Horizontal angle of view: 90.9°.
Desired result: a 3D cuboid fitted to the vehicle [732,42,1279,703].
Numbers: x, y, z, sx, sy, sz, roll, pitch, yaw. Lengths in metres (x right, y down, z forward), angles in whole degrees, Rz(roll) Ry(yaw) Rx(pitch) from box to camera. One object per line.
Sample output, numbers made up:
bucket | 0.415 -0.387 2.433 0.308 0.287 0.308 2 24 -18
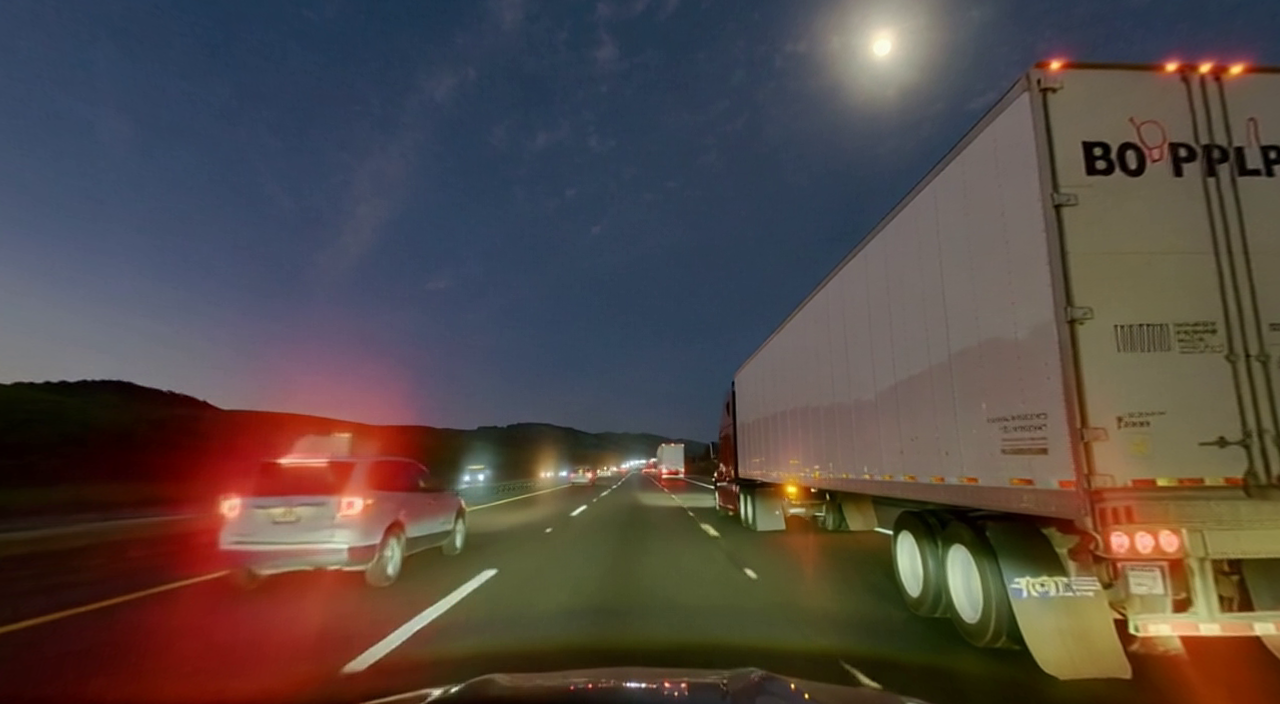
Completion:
vehicle | 4.085 1.311 10.605 2.839 4.062 14.051 1 -11 0

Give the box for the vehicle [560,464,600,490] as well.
vehicle | -3.907 8.274 41.697 2.088 1.566 4.853 1 -11 1

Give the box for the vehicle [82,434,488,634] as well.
vehicle | -3.277 1.816 7.095 2.021 1.505 4.286 1 -11 0
